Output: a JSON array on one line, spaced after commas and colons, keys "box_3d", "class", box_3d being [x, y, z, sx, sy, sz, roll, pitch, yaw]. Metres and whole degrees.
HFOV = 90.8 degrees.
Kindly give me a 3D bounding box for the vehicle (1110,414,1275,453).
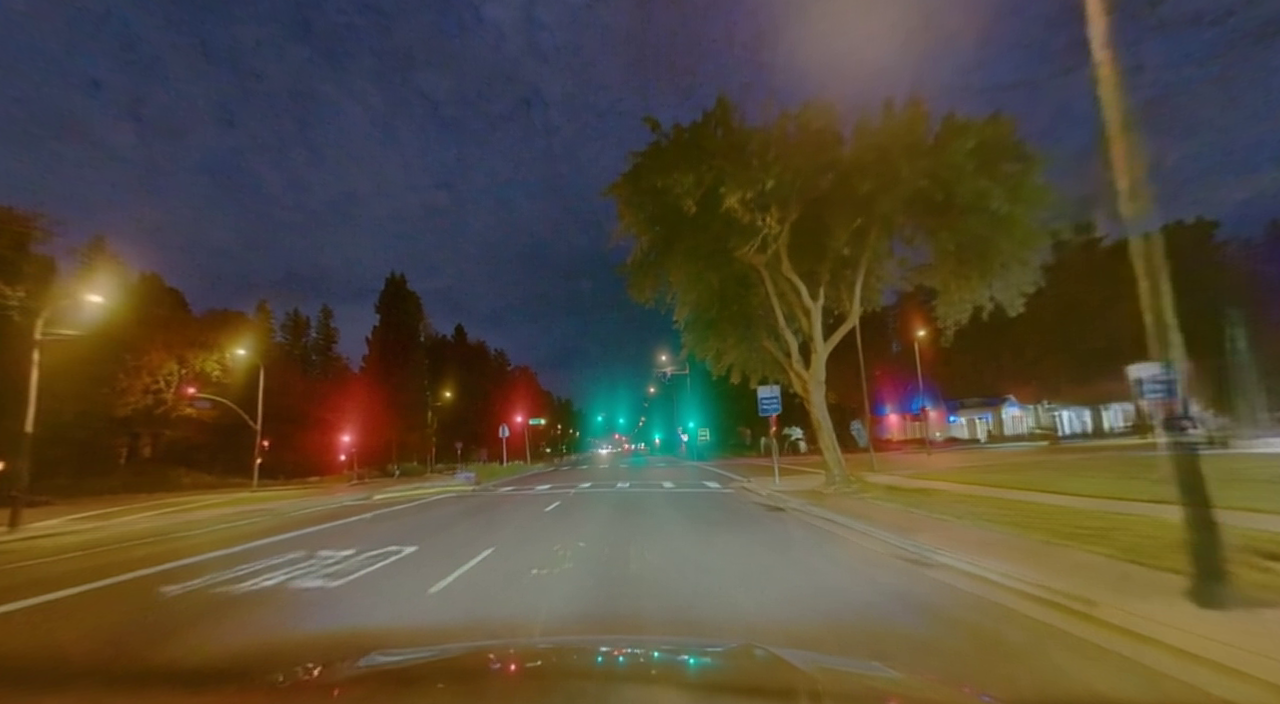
[{"box_3d": [23.422, 3.500, 26.965, 4.902, 1.519, 2.182, -1, -9, 1], "class": "vehicle"}]
